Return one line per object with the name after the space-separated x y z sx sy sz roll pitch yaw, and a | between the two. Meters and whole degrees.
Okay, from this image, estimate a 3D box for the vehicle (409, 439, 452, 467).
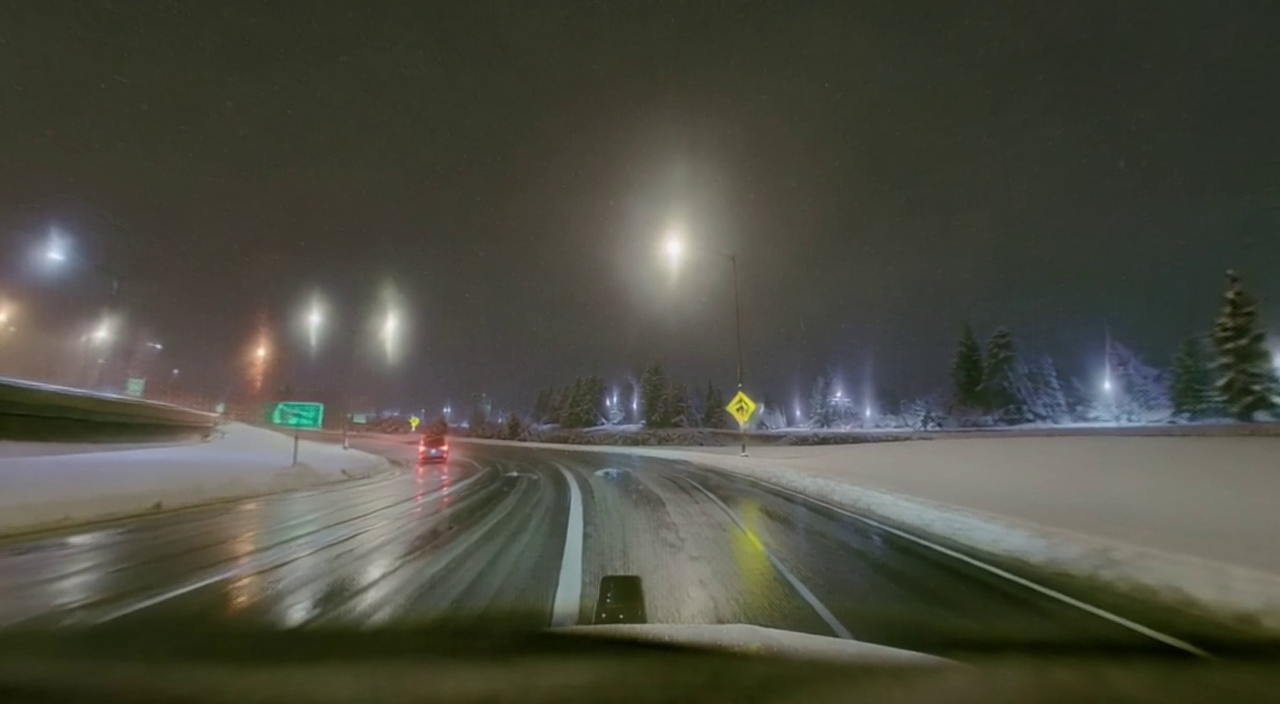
-12.539 6.035 37.910 2.234 1.588 4.484 2 -9 -16 | vehicle
